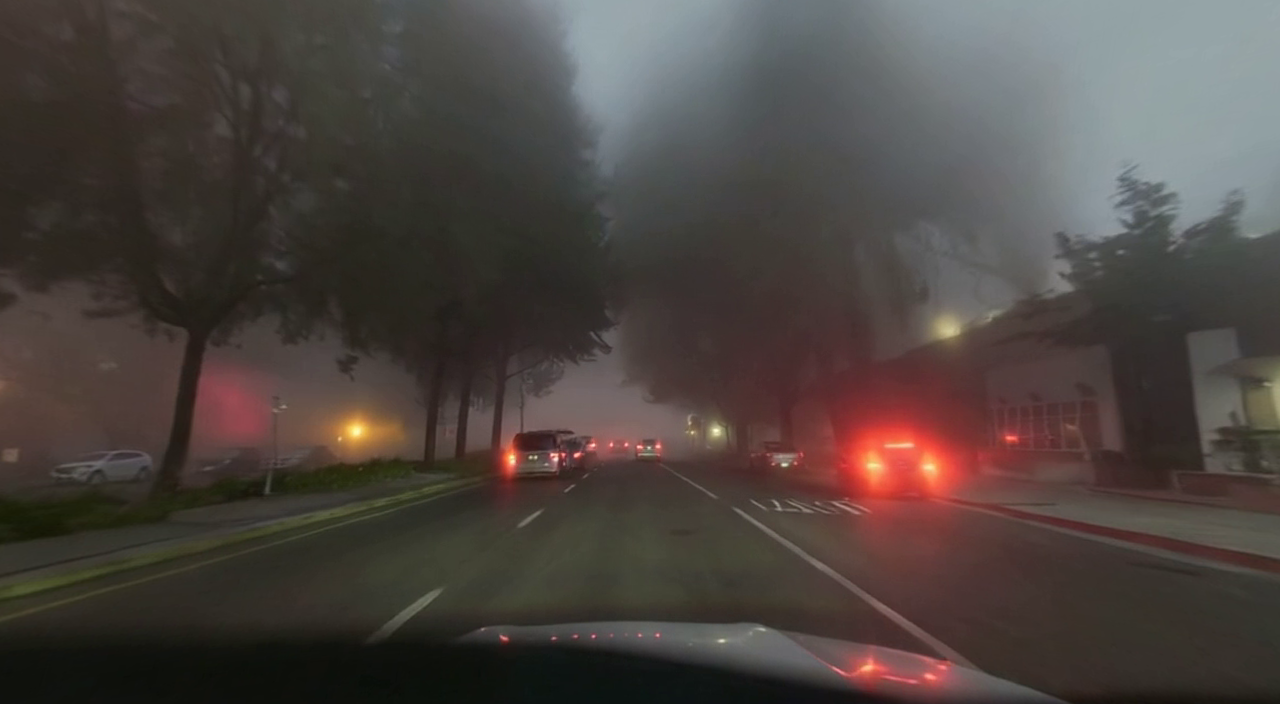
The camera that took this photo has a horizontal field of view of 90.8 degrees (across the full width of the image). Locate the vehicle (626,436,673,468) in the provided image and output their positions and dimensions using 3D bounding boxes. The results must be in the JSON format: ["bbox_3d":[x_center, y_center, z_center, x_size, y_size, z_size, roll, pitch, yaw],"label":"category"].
[{"bbox_3d":[0.416,5.317,33.651,2.201,1.589,3.843,0,-9,-4],"label":"vehicle"}]

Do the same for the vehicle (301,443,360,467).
[{"bbox_3d":[-22.558,7.524,46.255,2.148,1.607,4.428,0,-8,-1],"label":"vehicle"}]

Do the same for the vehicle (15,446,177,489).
[{"bbox_3d":[-22.073,4.675,26.021,2.111,1.554,5.163,0,-8,0],"label":"vehicle"}]

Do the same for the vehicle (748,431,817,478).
[{"bbox_3d":[6.308,4.598,28.491,1.997,1.943,4.409,0,-8,-1],"label":"vehicle"}]

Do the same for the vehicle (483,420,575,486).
[{"bbox_3d":[-3.606,3.401,21.502,2.223,1.957,4.845,0,-8,0],"label":"vehicle"}]

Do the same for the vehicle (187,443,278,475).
[{"bbox_3d":[-22.342,5.878,34.876,1.910,1.632,4.624,0,-8,0],"label":"vehicle"}]

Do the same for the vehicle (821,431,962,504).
[{"bbox_3d":[6.579,3.057,17.094,2.164,1.727,3.955,0,-8,0],"label":"vehicle"}]
